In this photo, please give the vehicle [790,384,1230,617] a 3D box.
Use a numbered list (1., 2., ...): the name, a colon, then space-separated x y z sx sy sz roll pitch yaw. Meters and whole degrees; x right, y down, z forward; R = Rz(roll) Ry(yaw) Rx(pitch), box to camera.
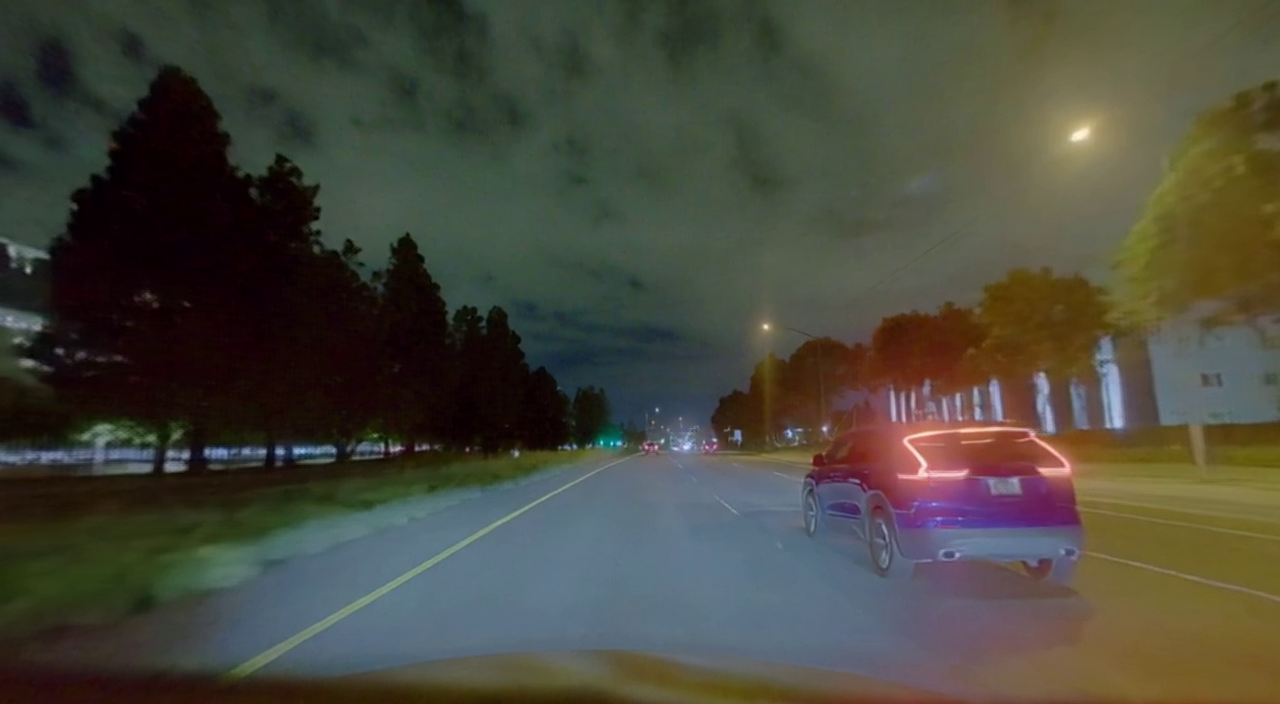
1. vehicle: 3.200 1.387 6.790 2.060 1.665 4.284 0 -8 -1
